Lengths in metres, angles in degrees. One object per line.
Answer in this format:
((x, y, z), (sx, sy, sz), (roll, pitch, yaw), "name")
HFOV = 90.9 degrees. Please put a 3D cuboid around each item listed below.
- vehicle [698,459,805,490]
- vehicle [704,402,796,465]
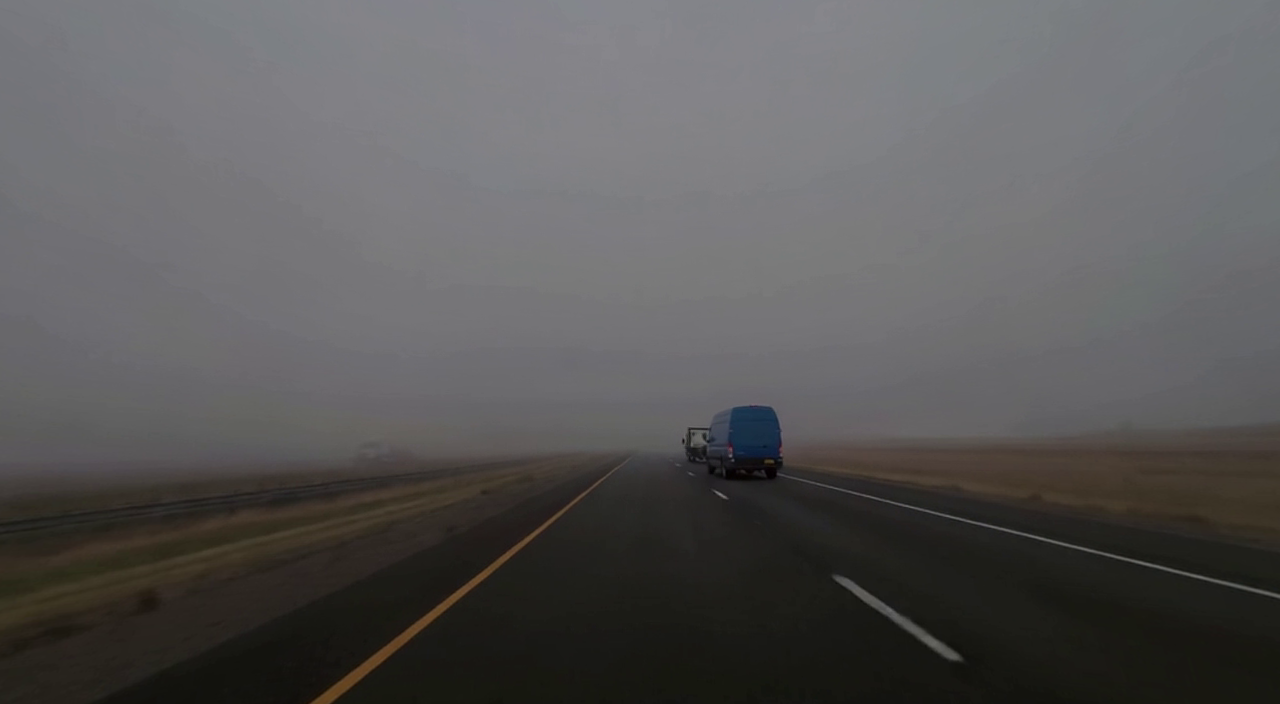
((3.901, 4.502, 23.597), (2.702, 0.824, 6.391), (0, -8, -1), "vehicle")
((3.909, 3.108, 23.622), (2.444, 2.053, 5.616), (0, -9, 0), "vehicle")
